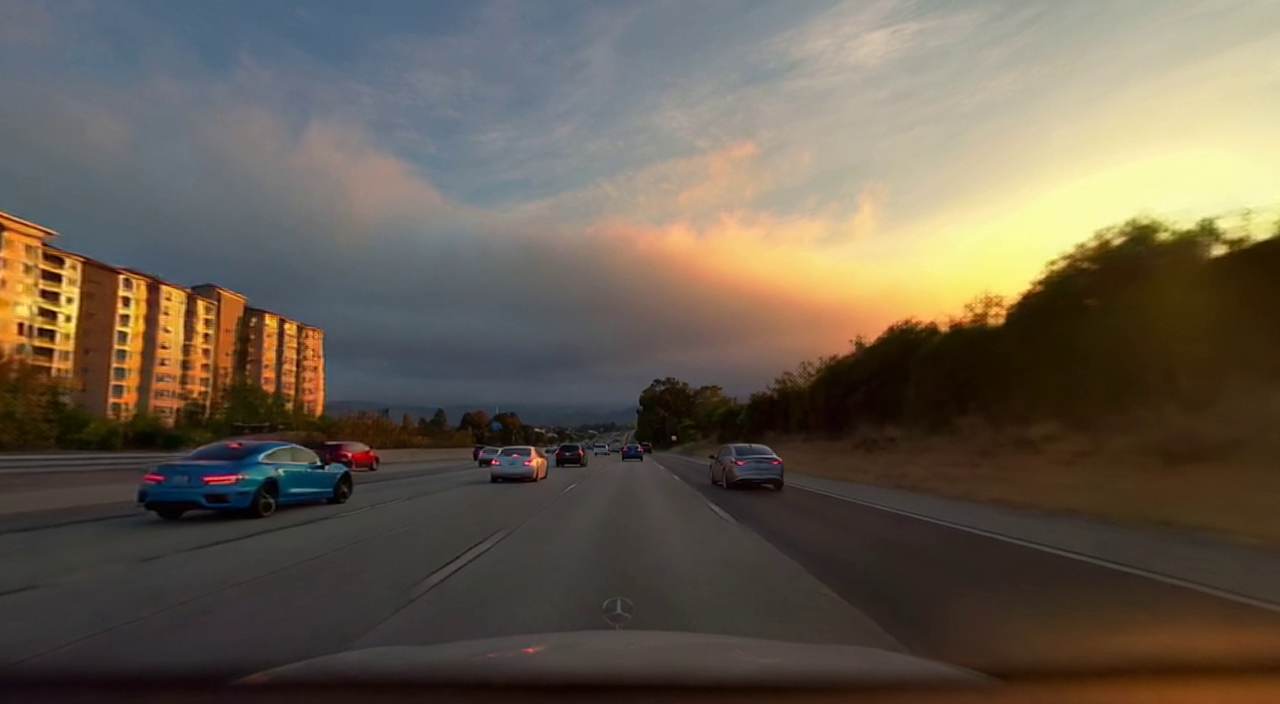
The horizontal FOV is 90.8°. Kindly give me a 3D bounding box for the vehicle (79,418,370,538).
[{"bbox_3d":[-7.326,2.268,12.059,2.086,1.776,5.080,0,-9,0],"label":"vehicle"}]

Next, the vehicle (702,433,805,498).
[{"bbox_3d":[3.158,3.258,18.604,2.061,1.658,4.417,0,-8,-2],"label":"vehicle"}]

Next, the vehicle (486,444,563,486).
[{"bbox_3d":[-4.238,4.229,23.999,2.124,1.426,4.444,0,-8,-1],"label":"vehicle"}]

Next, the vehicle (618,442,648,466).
[{"bbox_3d":[-0.521,7.305,45.465,2.053,1.650,3.945,0,-9,-1],"label":"vehicle"}]

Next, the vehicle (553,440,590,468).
[{"bbox_3d":[-4.564,6.840,42.574,2.044,1.774,4.329,0,-9,0],"label":"vehicle"}]
